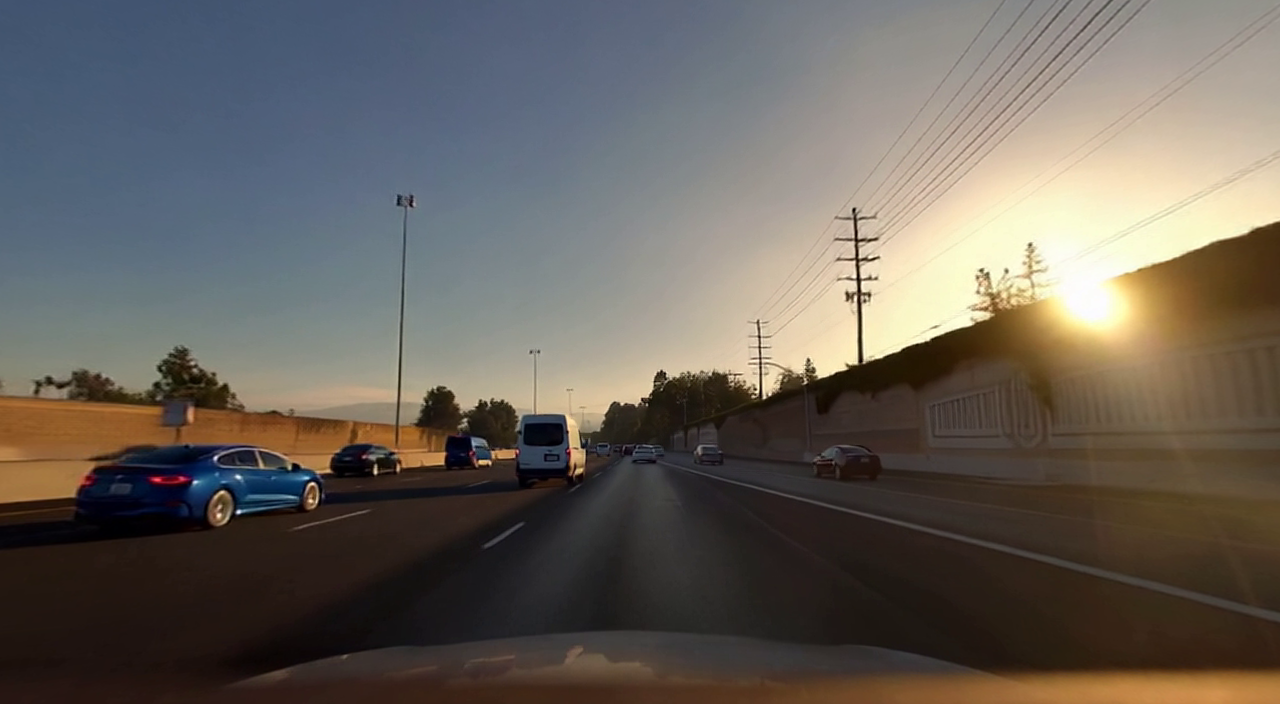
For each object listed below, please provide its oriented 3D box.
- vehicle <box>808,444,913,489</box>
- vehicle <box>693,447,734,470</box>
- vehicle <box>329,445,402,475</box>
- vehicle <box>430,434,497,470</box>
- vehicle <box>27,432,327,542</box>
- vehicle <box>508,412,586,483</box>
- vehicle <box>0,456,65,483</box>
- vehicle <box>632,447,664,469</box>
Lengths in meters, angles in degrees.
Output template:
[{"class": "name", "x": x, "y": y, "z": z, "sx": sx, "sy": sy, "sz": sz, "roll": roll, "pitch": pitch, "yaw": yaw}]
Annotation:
[{"class": "vehicle", "x": 7.837, "y": 4.101, "z": 22.914, "sx": 2.052, "sy": 1.470, "sz": 4.364, "roll": 0, "pitch": -9, "yaw": -3}, {"class": "vehicle", "x": 5.140, "y": 7.482, "z": 44.564, "sx": 2.095, "sy": 1.504, "sz": 4.536, "roll": 0, "pitch": -9, "yaw": -3}, {"class": "vehicle", "x": -15.138, "y": 5.982, "z": 35.078, "sx": 1.937, "sy": 1.523, "sz": 4.708, "roll": 0, "pitch": -9, "yaw": 0}, {"class": "vehicle", "x": -11.579, "y": 6.637, "z": 41.902, "sx": 2.596, "sy": 2.162, "sz": 6.328, "roll": 0, "pitch": -9, "yaw": 0}, {"class": "vehicle", "x": -7.680, "y": 2.257, "z": 11.193, "sx": 1.967, "sy": 1.525, "sz": 4.458, "roll": 0, "pitch": -9, "yaw": -1}, {"class": "vehicle", "x": -3.789, "y": 4.084, "z": 26.940, "sx": 2.395, "sy": 2.660, "sz": 5.827, "roll": 0, "pitch": -9, "yaw": 0}, {"class": "vehicle", "x": -37.159, "y": 7.012, "z": 37.715, "sx": 1.696, "sy": 1.480, "sz": 3.825, "roll": 0, "pitch": -9, "yaw": 0}, {"class": "vehicle", "x": 0.533, "y": 7.425, "z": 44.334, "sx": 2.084, "sy": 1.492, "sz": 4.137, "roll": 0, "pitch": -9, "yaw": -2}]
